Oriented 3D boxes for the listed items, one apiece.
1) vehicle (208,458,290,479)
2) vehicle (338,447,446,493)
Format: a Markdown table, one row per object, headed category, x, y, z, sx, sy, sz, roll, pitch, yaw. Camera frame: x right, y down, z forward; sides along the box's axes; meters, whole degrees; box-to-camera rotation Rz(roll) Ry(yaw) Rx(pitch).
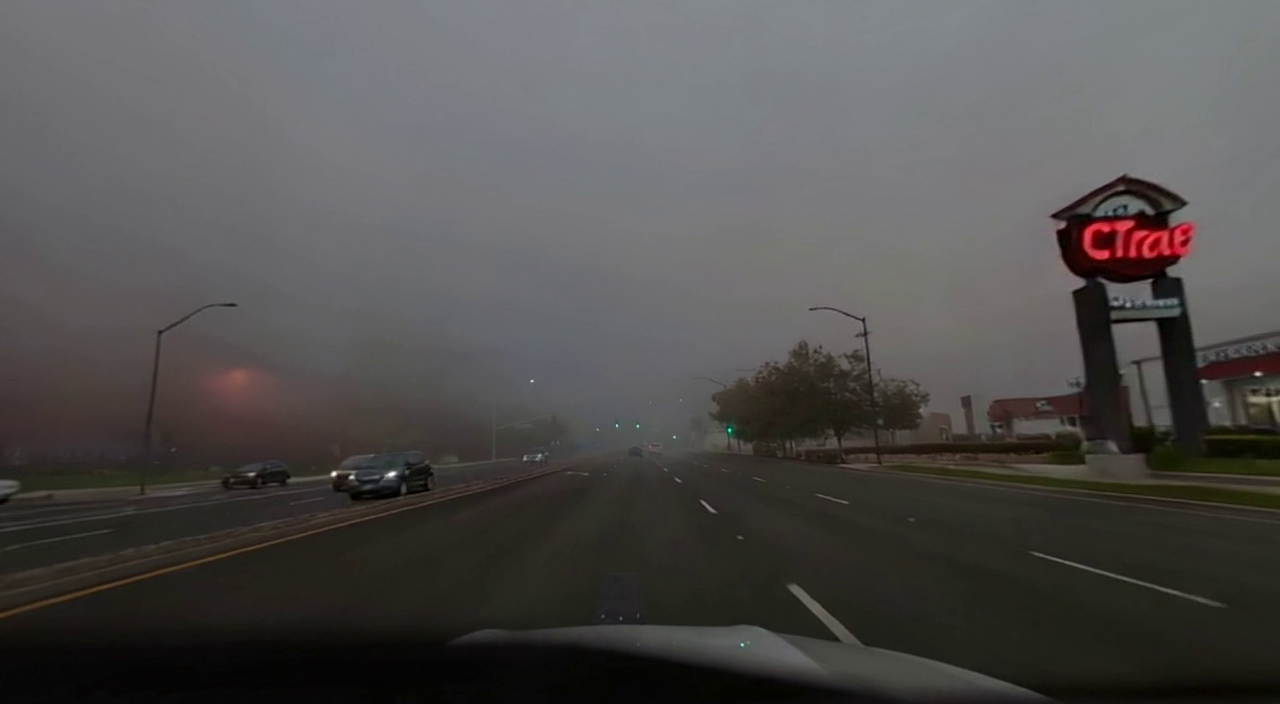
| category | x | y | z | sx | sy | sz | roll | pitch | yaw |
| --- | --- | --- | --- | --- | --- | --- | --- | --- | --- |
| vehicle | -28.239 | 8.425 | 45.763 | 4.511 | 1.480 | 1.959 | 1 | -9 | -7 |
| vehicle | -8.799 | 4.206 | 22.950 | 2.065 | 1.504 | 4.593 | 0 | -9 | 0 |
